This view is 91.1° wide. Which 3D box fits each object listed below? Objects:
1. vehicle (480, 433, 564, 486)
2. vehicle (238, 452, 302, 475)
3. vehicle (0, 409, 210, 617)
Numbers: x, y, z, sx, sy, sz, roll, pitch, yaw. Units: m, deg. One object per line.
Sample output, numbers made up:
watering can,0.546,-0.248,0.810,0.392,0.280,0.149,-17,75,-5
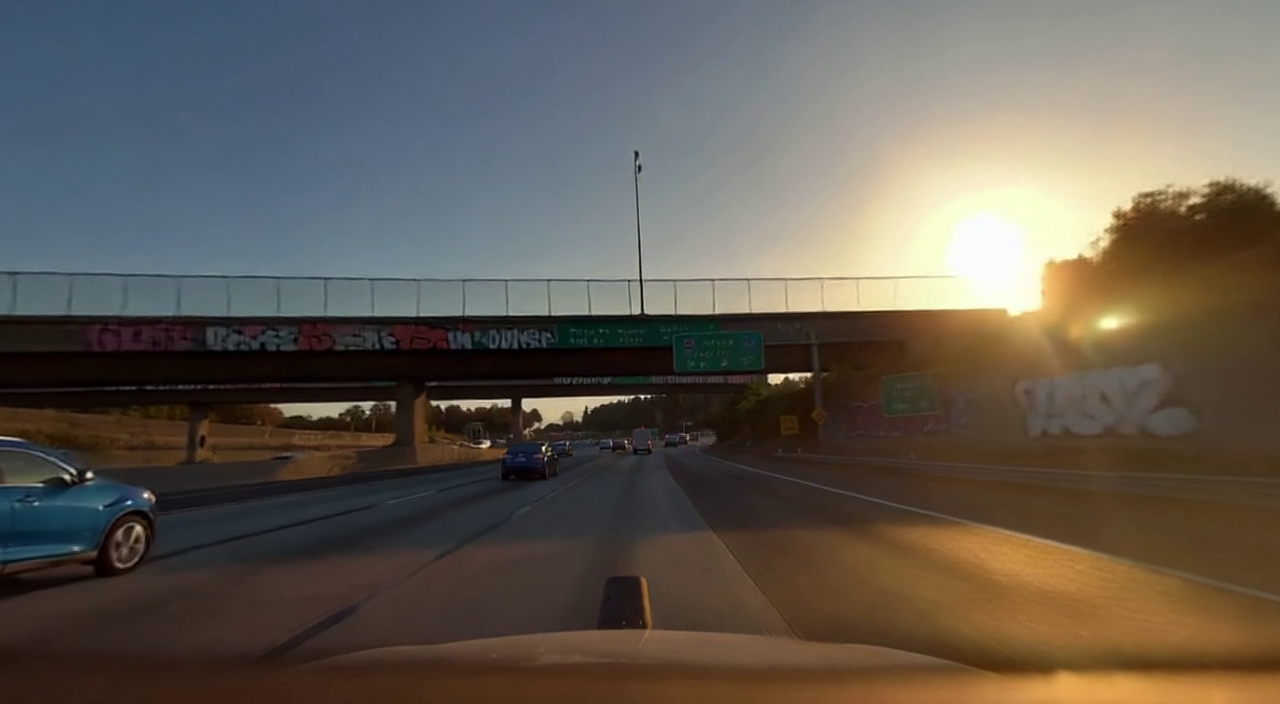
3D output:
vehicle,-4.110,3.824,22.658,2.154,1.693,4.394,0,-8,0
vehicle,-24.952,7.503,42.506,1.802,1.451,4.199,0,-8,0
vehicle,-6.057,1.333,5.371,1.969,1.633,3.962,0,-8,-1
